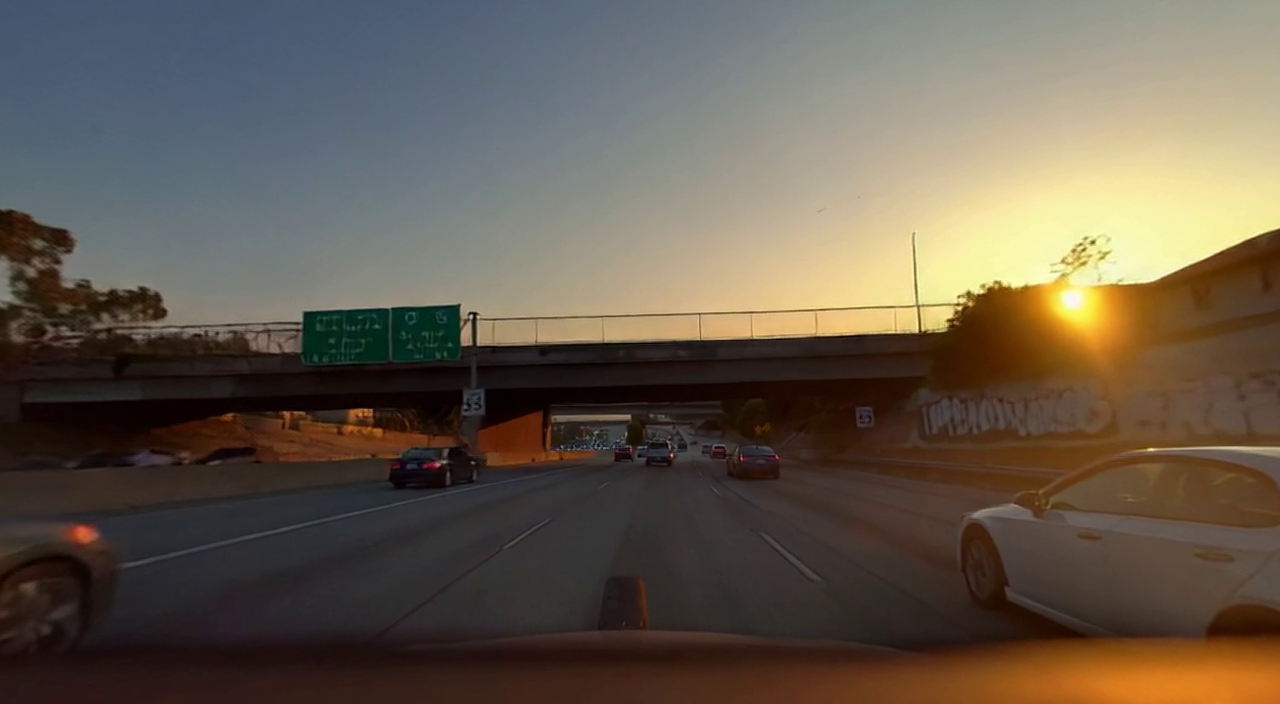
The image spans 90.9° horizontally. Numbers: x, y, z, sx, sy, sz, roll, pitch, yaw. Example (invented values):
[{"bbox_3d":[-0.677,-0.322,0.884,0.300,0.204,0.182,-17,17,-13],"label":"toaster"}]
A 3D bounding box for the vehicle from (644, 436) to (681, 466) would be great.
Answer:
[{"bbox_3d":[1.393,6.193,39.683,2.183,1.764,4.134,0,-8,2],"label":"vehicle"}]

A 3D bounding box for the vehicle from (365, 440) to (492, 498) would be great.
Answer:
[{"bbox_3d":[-6.088,3.390,18.820,2.050,1.507,4.375,0,-8,3],"label":"vehicle"}]

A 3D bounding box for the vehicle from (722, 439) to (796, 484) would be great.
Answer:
[{"bbox_3d":[4.100,3.843,22.385,1.854,1.438,3.954,0,-8,0],"label":"vehicle"}]

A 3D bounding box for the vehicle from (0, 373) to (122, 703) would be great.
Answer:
[{"bbox_3d":[-3.575,0.638,0.813,2.136,1.571,4.285,0,-8,0],"label":"vehicle"}]

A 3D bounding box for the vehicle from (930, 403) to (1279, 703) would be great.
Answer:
[{"bbox_3d":[3.730,1.146,3.859,1.912,1.509,4.291,0,-8,1],"label":"vehicle"}]
